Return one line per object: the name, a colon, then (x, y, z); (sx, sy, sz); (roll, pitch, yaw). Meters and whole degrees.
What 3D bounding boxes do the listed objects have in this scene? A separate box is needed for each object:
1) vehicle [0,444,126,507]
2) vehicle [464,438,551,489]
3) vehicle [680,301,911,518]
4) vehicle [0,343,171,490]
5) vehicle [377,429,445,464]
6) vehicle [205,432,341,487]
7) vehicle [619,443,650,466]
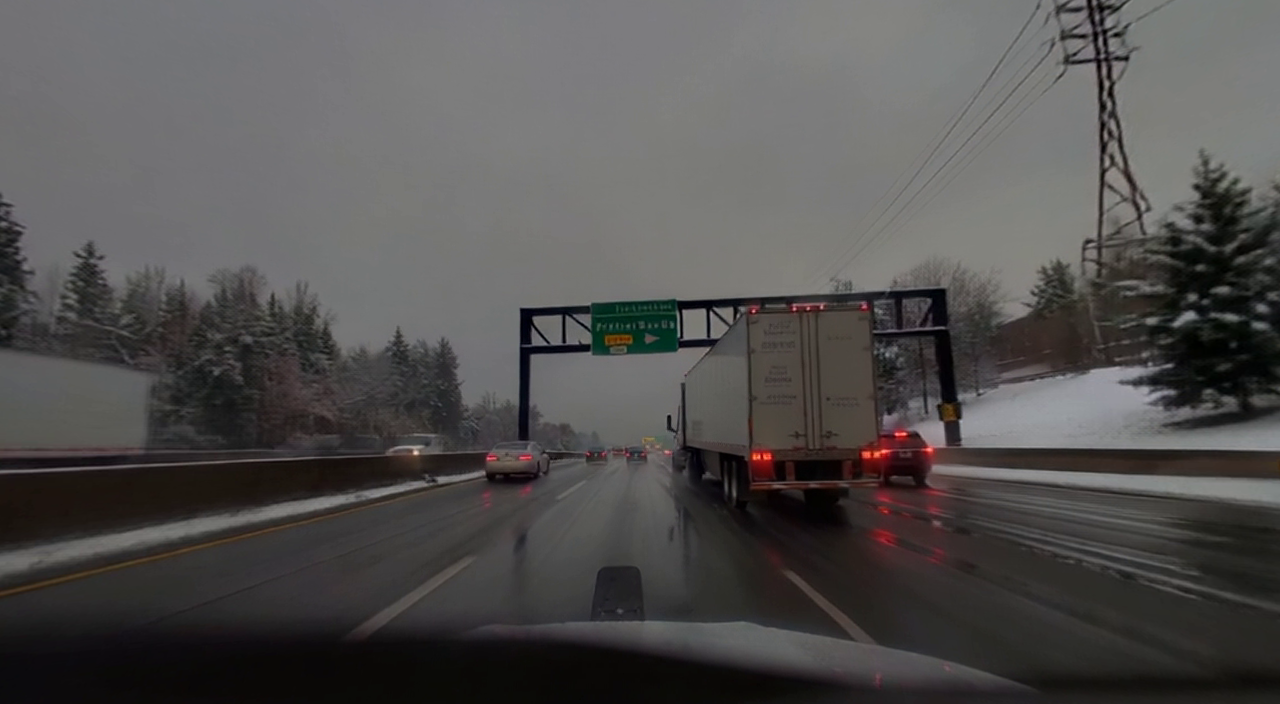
vehicle: (-14.893, 2.961, 15.426); (1.596, 1.364, 3.442); (0, -8, 2)
vehicle: (-4.235, 3.629, 20.784); (1.968, 1.507, 3.829); (0, -8, 1)
vehicle: (3.411, 2.195, 19.997); (2.907, 4.109, 16.177); (0, -8, -1)
vehicle: (-18.590, 1.414, 14.665); (2.807, 3.908, 16.399); (0, -8, 0)
vehicle: (-14.945, 6.217, 41.543); (2.307, 2.151, 5.598); (0, -8, 1)
vehicle: (-11.325, 3.333, 19.770); (1.890, 1.546, 3.774); (0, -8, 1)
vehicle: (-0.325, 7.012, 43.322); (2.047, 1.485, 3.938); (0, -8, 1)
